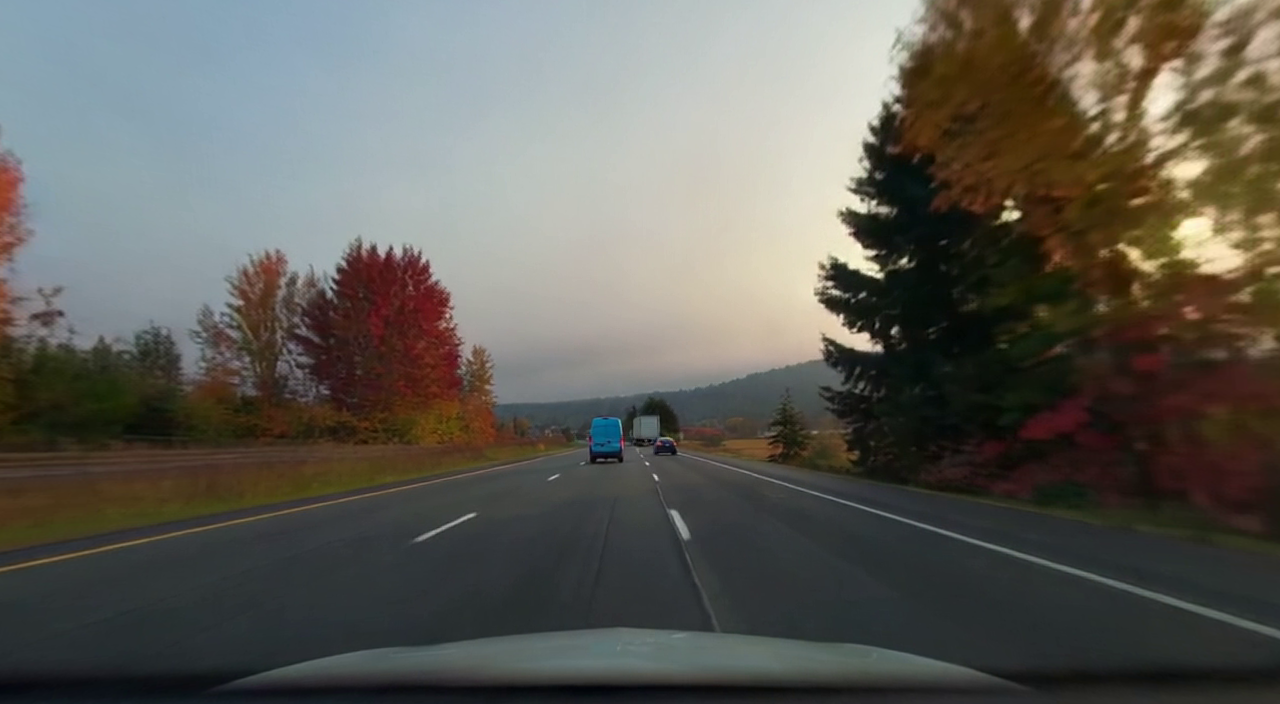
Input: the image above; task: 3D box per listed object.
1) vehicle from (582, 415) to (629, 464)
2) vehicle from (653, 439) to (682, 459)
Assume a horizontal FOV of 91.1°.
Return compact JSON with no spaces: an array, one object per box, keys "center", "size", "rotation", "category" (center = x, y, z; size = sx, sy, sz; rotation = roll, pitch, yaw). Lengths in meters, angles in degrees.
[{"center":[-1.907,5.129,36.869],"size":[2.389,2.637,5.437],"rotation":[0,-8,1],"category":"vehicle"},{"center":[2.111,7.637,49.902],"size":[1.962,1.508,4.363],"rotation":[0,-8,-2],"category":"vehicle"}]
